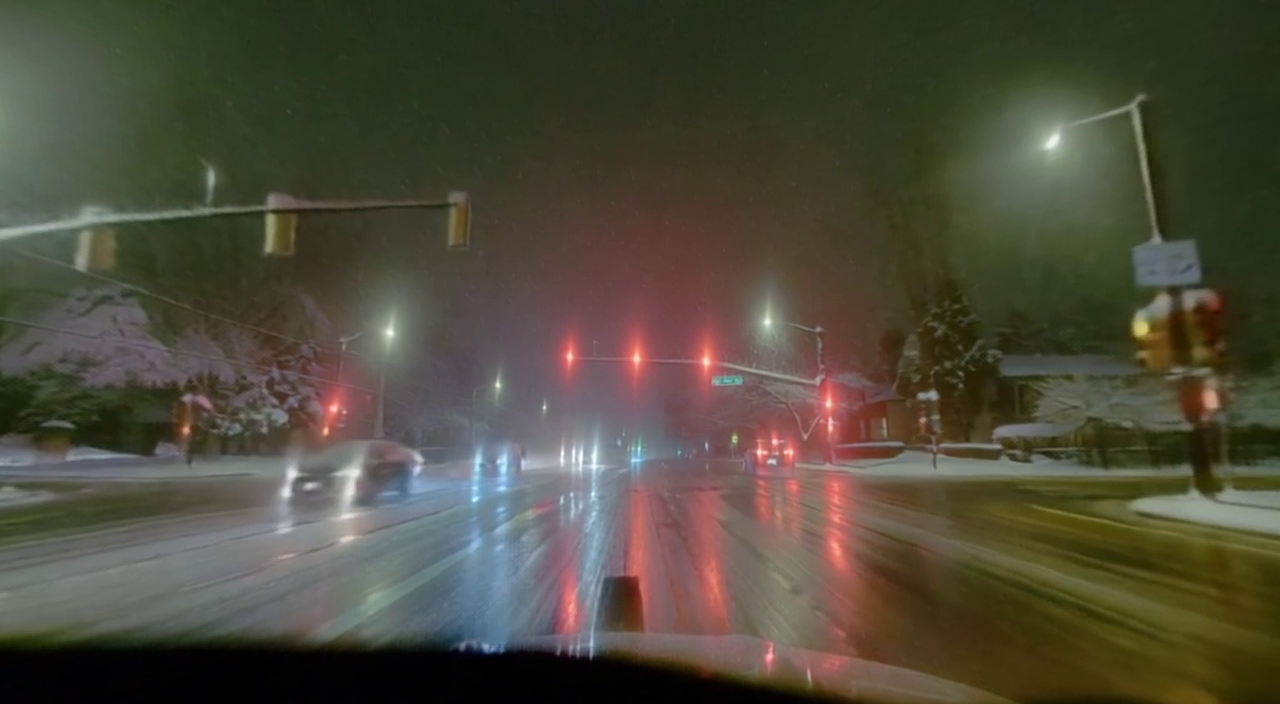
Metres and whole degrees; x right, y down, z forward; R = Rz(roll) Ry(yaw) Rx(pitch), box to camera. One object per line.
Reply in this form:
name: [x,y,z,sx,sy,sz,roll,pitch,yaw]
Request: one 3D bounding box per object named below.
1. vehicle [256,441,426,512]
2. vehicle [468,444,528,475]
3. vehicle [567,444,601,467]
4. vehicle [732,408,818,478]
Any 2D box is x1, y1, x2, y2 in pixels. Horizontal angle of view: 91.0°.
vehicle: [-7.265,3.037,15.944,1.986,1.481,4.602,0,-9,1]
vehicle: [-7.442,5.660,33.437,1.991,1.506,4.659,0,-9,1]
vehicle: [-3.986,7.445,45.442,2.003,1.539,4.396,-1,-8,1]
vehicle: [6.801,4.766,32.877,2.802,3.208,7.459,0,-8,0]
